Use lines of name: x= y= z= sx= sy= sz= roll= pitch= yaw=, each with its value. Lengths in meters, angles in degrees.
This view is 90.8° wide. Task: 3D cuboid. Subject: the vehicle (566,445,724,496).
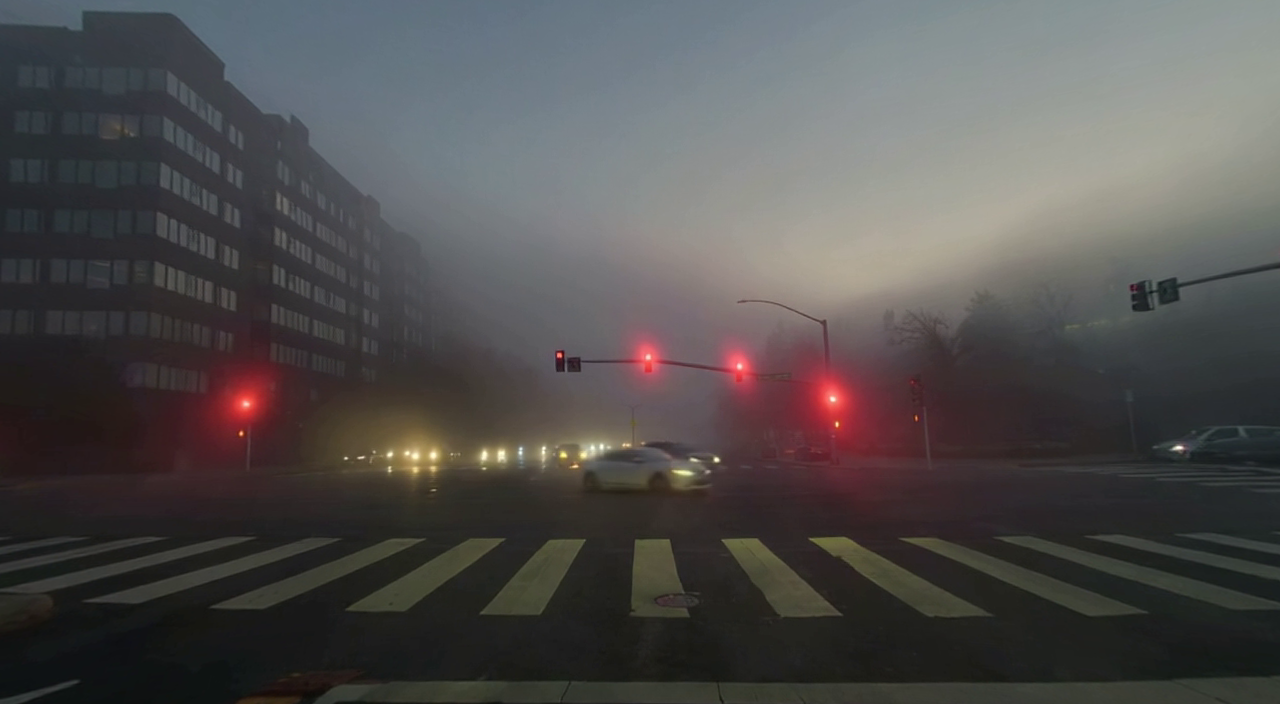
vehicle: x=0.102 y=3.333 z=18.071 sx=4.093 sy=1.288 sz=1.910 roll=-6 pitch=-10 yaw=32

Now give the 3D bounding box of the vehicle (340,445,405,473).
vehicle: x=-18.543 y=7.409 z=44.086 sx=2.237 sy=1.842 sz=5.116 roll=0 pitch=-9 yaw=0

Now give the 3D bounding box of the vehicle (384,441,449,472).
vehicle: x=-15.133 y=7.125 z=43.241 sx=2.340 sy=1.946 sz=5.450 roll=-1 pitch=-9 yaw=1

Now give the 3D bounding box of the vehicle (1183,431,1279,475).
vehicle: x=22.326 y=3.557 z=22.356 sx=4.474 sy=1.477 sz=1.908 roll=0 pitch=-9 yaw=-3

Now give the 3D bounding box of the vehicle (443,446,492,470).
vehicle: x=-11.634 y=7.148 z=42.816 sx=2.003 sy=1.476 sz=4.297 roll=-1 pitch=-9 yaw=2
